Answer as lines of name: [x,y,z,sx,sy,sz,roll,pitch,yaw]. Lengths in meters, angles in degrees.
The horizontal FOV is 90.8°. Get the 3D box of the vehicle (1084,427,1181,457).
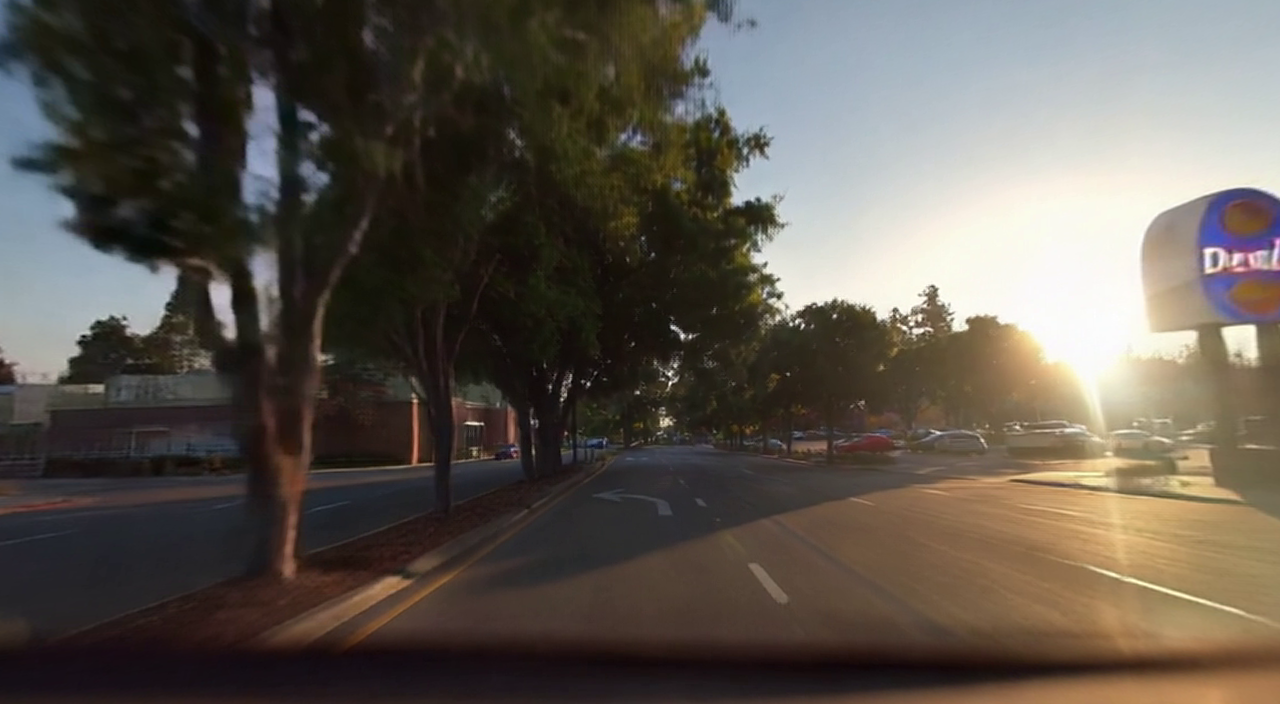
vehicle: [26.999,4.971,34.848,1.836,1.497,4.419,0,-8,1]

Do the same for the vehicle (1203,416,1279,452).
vehicle: [35.231,4.666,35.723,2.028,1.886,5.190,0,-8,1]

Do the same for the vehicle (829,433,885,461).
vehicle: [14.239,6.271,41.727,1.987,1.694,4.523,0,-8,-1]
